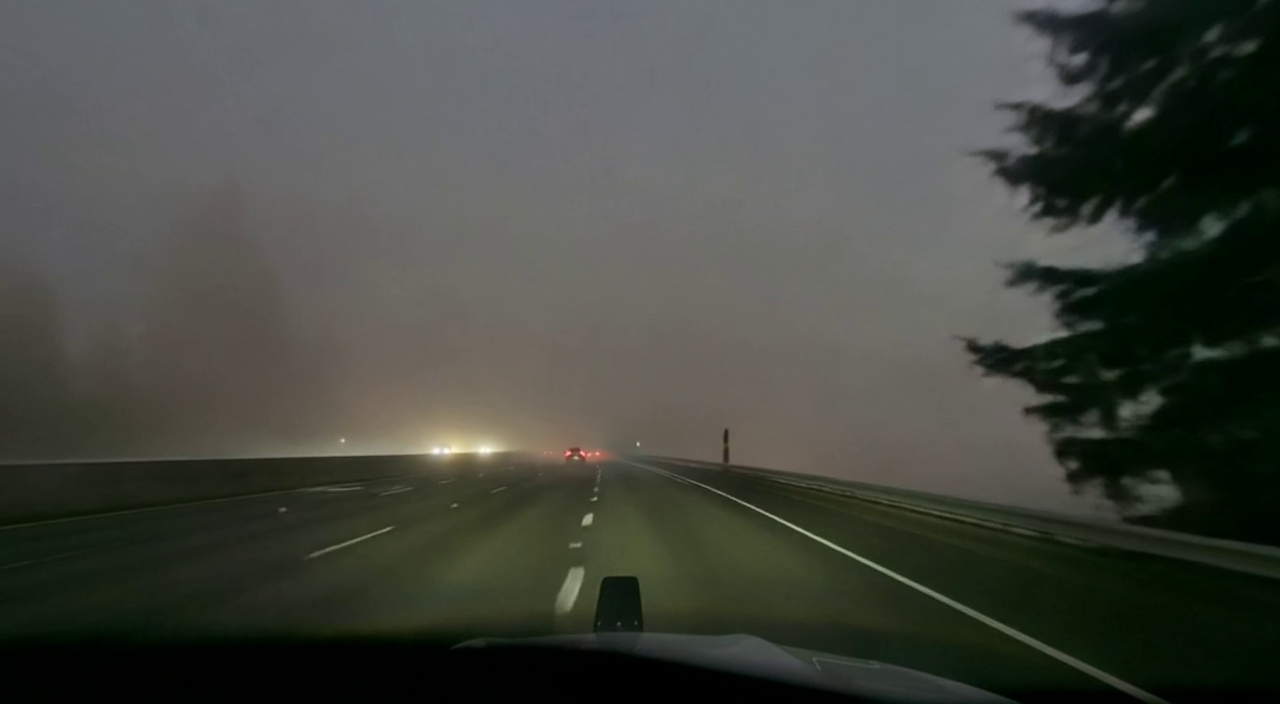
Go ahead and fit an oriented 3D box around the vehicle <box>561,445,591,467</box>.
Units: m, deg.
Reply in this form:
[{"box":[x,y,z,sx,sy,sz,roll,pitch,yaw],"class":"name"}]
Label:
[{"box":[-4.956,8.128,49.315,2.248,1.619,3.848,0,-8,-4],"class":"vehicle"}]
